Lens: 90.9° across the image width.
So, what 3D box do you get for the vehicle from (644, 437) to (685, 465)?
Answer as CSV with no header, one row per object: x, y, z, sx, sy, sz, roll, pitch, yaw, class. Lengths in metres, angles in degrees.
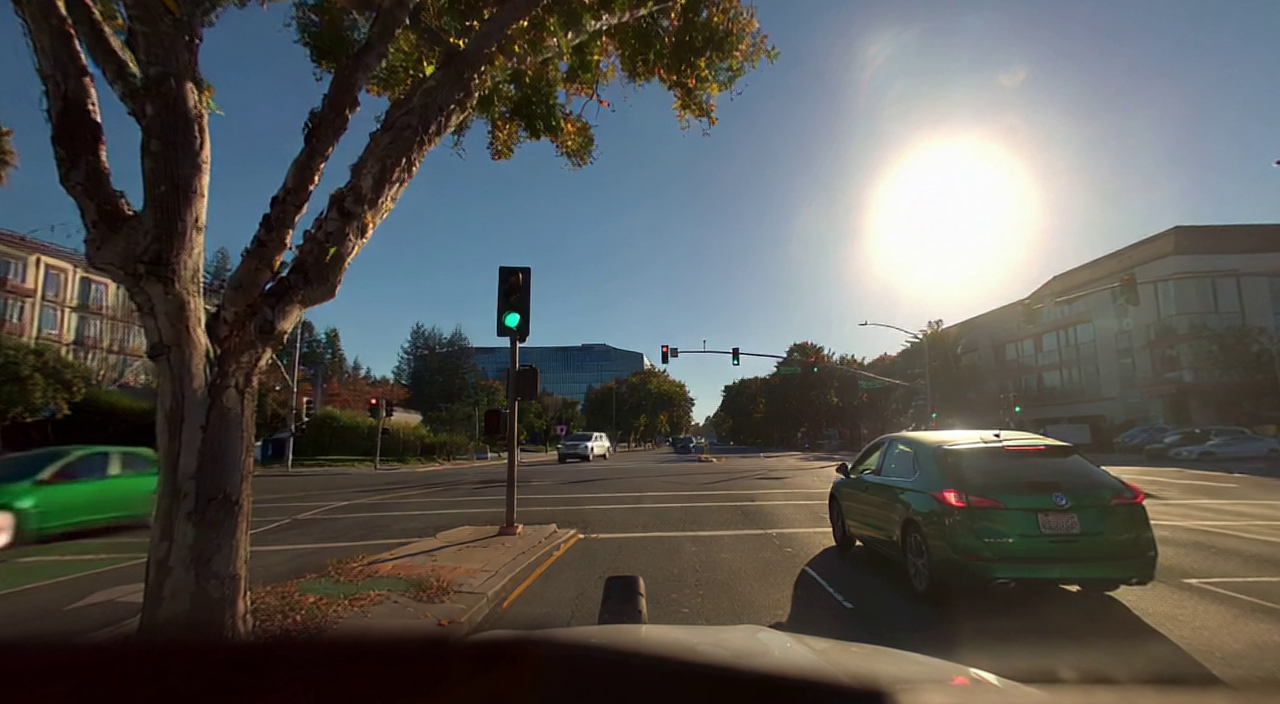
1.723,6.768,43.255,2.197,1.739,4.177,-2,-8,10,vehicle

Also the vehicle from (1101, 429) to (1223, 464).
25.894,4.680,31.365,4.441,1.674,2.035,1,-8,-8,vehicle

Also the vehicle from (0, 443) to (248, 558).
-9.206,2.284,10.634,2.002,1.483,4.696,-1,-8,3,vehicle

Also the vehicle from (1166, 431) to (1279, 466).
26.274,4.242,27.895,4.644,1.470,1.922,1,-8,-10,vehicle
